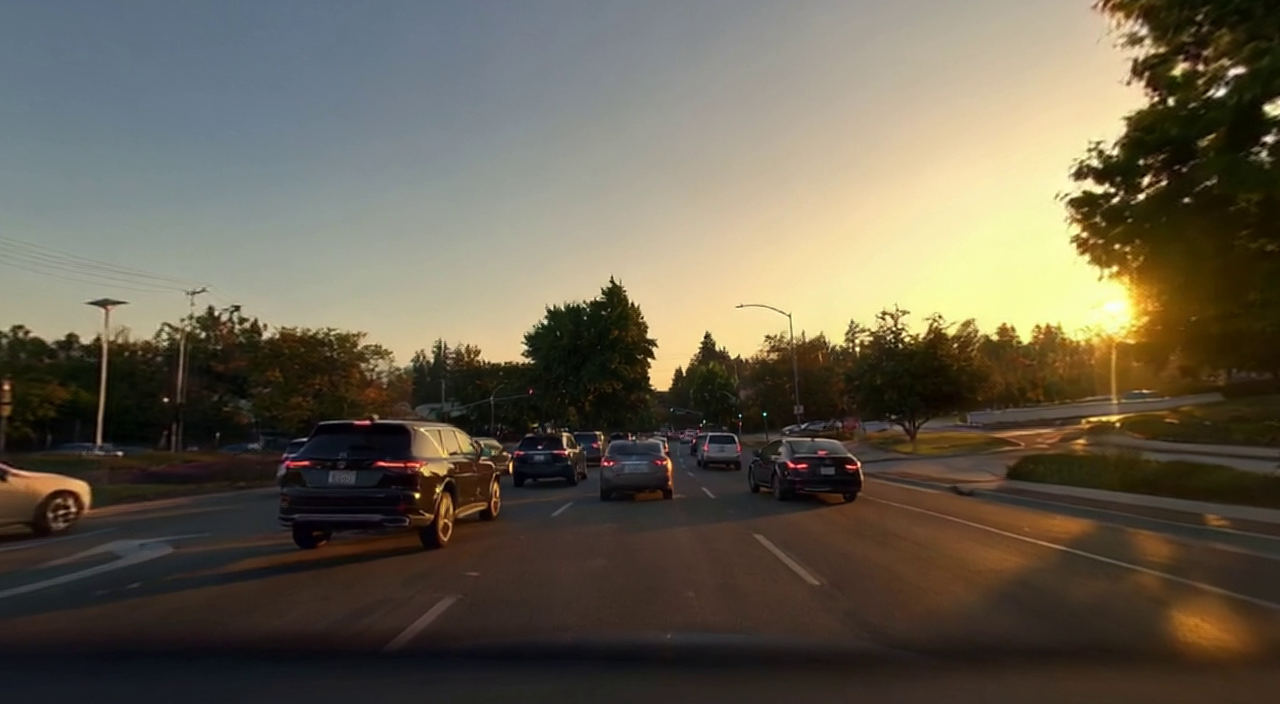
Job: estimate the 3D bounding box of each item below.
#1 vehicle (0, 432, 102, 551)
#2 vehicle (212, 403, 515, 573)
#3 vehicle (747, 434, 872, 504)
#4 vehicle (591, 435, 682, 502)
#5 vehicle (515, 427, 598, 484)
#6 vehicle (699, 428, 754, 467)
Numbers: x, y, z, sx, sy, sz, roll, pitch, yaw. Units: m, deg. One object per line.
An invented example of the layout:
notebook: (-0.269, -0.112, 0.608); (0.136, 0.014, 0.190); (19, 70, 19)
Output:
vehicle: (-9.092, 1.637, 7.088); (2.146, 1.480, 4.589); (0, -8, -2)
vehicle: (-3.399, 1.800, 9.263); (2.111, 1.745, 5.274); (0, -8, -1)
vehicle: (3.952, 2.794, 15.512); (1.884, 1.463, 4.195); (0, -8, 0)
vehicle: (-0.062, 2.955, 16.462); (2.030, 1.477, 4.330); (0, -8, 1)
vehicle: (-2.869, 3.703, 22.800); (2.218, 1.829, 4.492); (-1, -8, 3)
vehicle: (4.306, 4.858, 32.197); (2.099, 1.845, 4.363); (0, -8, -1)
